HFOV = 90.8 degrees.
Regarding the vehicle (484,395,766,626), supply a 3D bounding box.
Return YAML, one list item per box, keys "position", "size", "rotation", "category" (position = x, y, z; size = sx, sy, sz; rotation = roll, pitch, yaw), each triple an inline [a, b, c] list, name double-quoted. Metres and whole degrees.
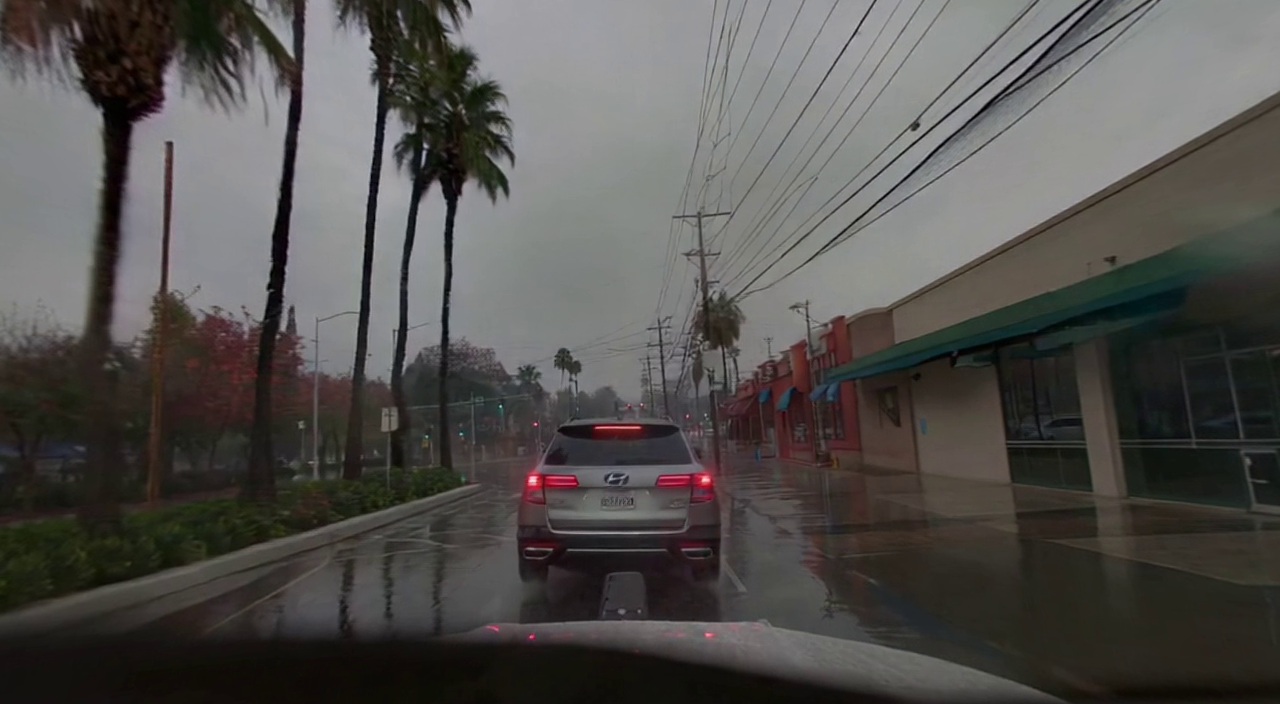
- position: [-0.196, 1.455, 6.684]
  size: [2.105, 1.702, 3.750]
  rotation: [0, -8, -3]
  category: "vehicle"
